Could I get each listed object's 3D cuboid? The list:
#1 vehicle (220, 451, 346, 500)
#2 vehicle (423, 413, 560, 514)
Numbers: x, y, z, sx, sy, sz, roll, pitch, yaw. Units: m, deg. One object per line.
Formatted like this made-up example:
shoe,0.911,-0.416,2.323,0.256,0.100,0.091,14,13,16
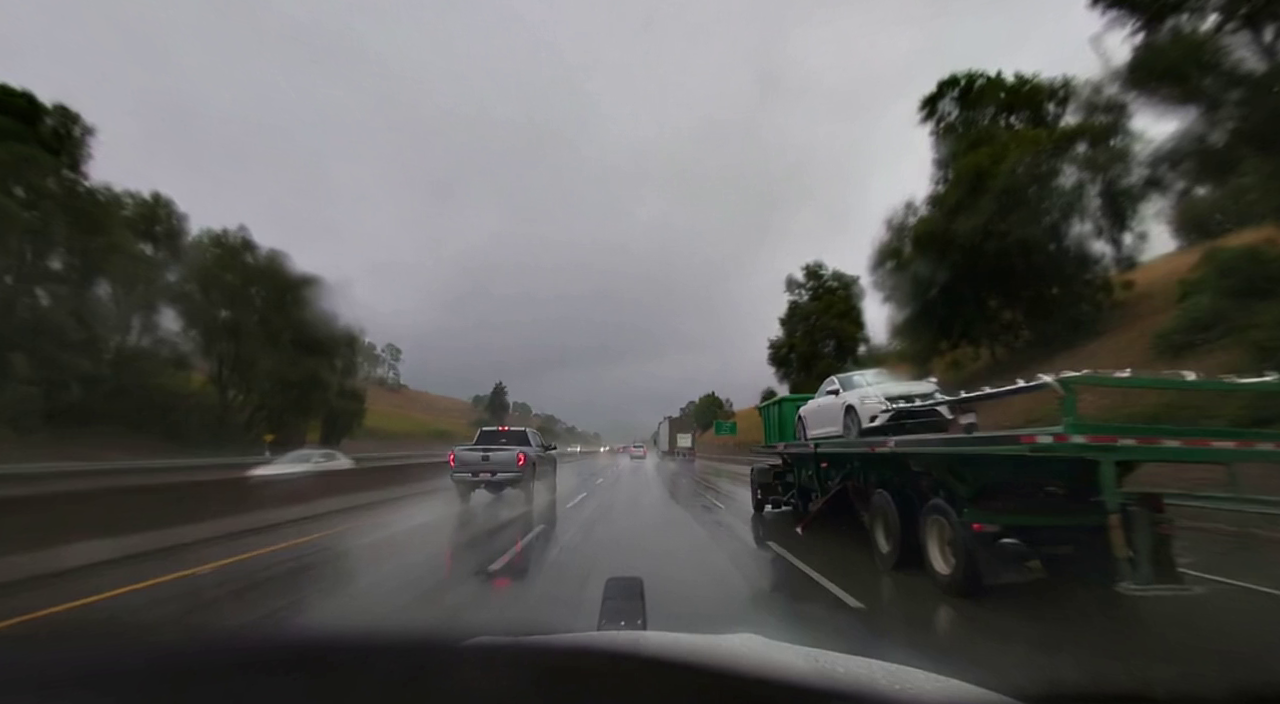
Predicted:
vehicle,-11.833,4.080,21.269,1.706,1.473,4.346,0,-9,0
vehicle,-3.308,2.617,15.122,2.142,2.044,4.446,0,-9,1
